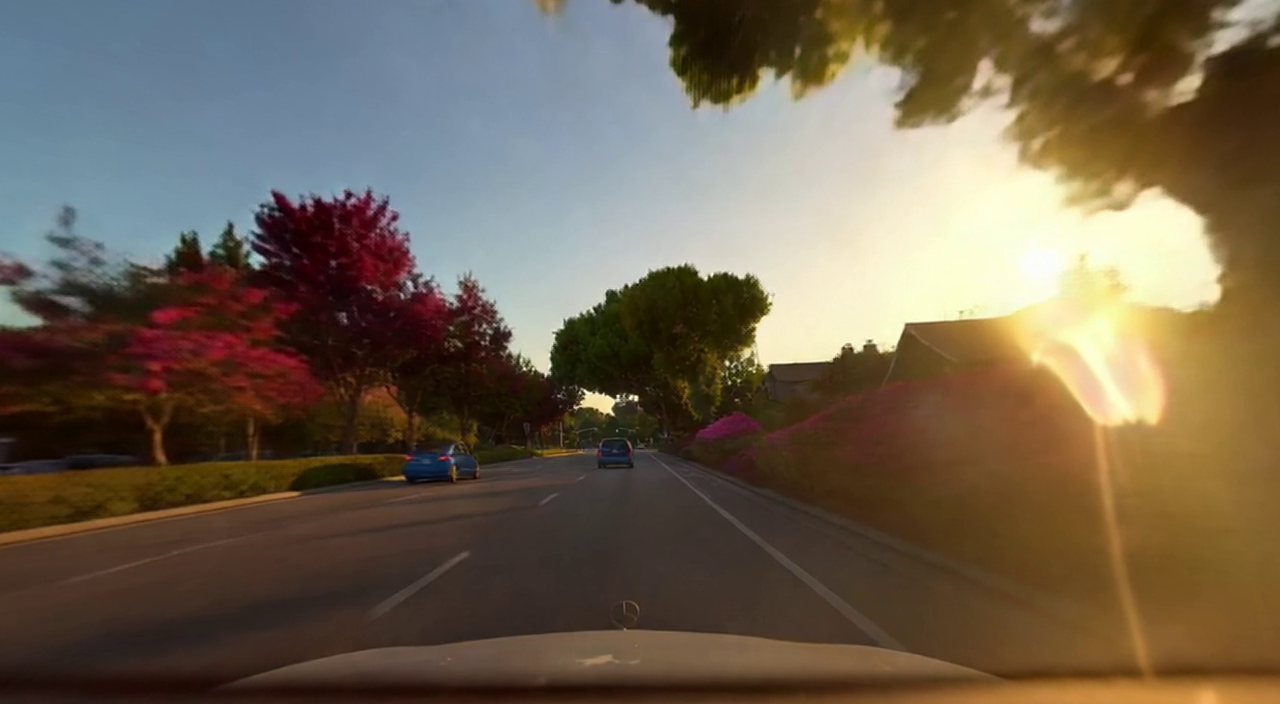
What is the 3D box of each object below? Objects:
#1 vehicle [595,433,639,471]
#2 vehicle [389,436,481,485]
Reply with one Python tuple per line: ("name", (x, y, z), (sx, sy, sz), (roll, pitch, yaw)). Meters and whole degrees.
("vehicle", (-1.077, 5.051, 32.213), (2.070, 1.764, 4.552), (0, -8, 0))
("vehicle", (-7.678, 4.087, 24.196), (1.993, 1.657, 4.487), (0, -8, 0))
